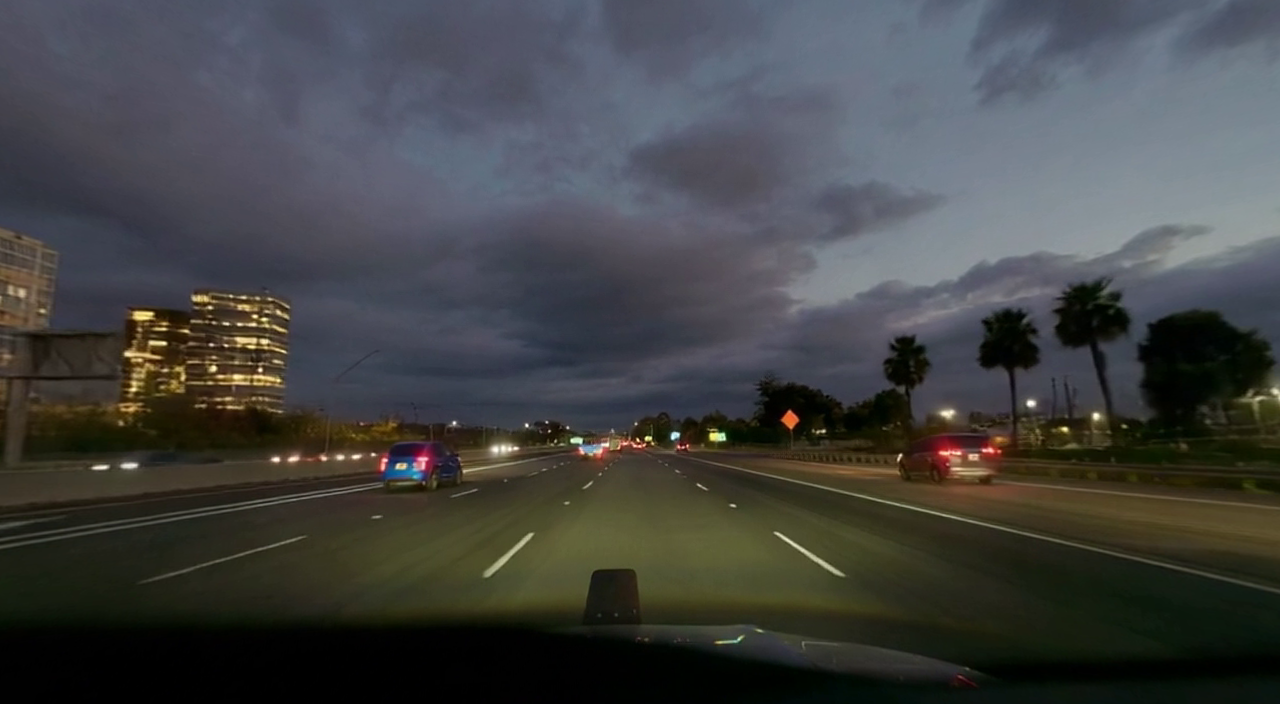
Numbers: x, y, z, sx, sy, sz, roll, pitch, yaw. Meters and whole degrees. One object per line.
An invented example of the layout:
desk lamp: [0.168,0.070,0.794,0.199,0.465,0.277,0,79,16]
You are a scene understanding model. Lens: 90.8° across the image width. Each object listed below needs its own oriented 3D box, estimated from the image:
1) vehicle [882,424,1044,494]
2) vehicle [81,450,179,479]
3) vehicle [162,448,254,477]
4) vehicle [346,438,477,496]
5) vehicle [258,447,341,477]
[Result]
vehicle: [9.211,3.103,18.590,2.168,1.792,4.457,0,-9,-4]
vehicle: [-27.736,6.106,34.530,1.833,1.493,4.216,0,-9,-1]
vehicle: [-24.397,6.243,35.926,1.972,1.510,4.662,0,-9,0]
vehicle: [-6.562,3.371,18.887,2.018,1.480,4.999,0,-9,0]
vehicle: [-17.468,5.638,32.683,1.836,1.447,4.431,0,-9,0]
